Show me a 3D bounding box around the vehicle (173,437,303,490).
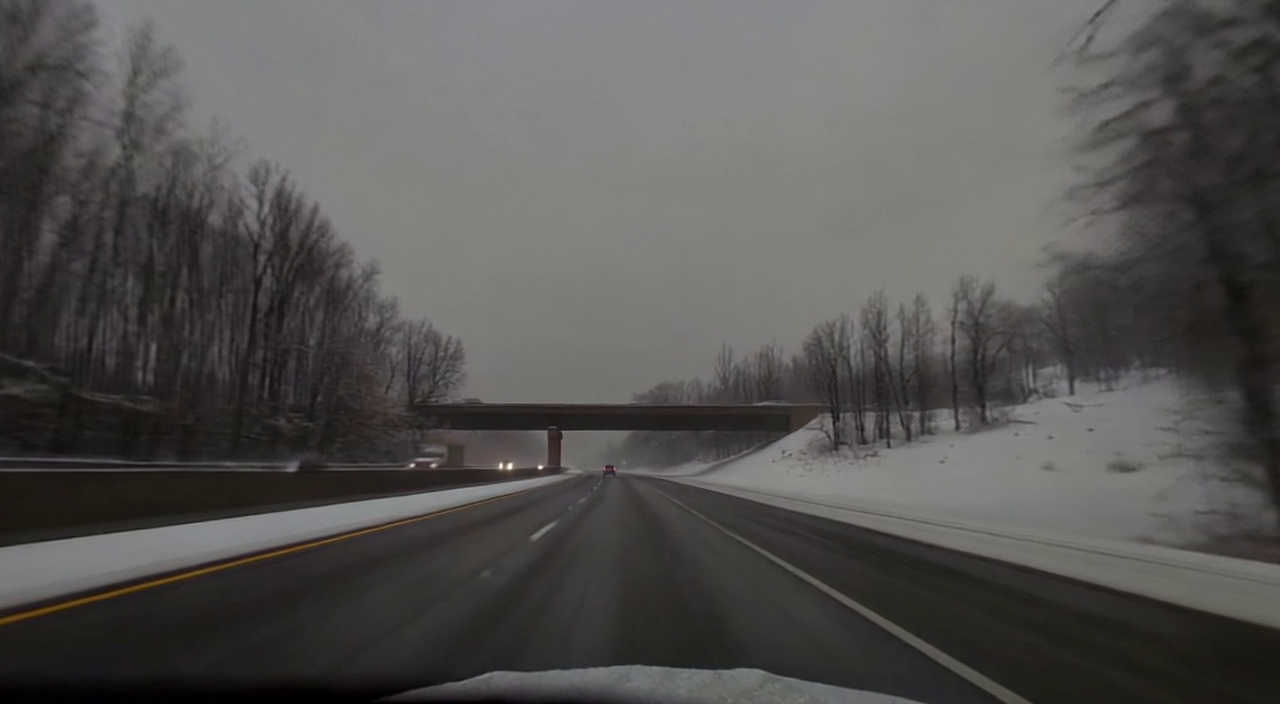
[{"bbox_3d":[-12.876,3.624,20.504,1.768,1.511,3.826,1,-10,-2],"label":"vehicle"}]
